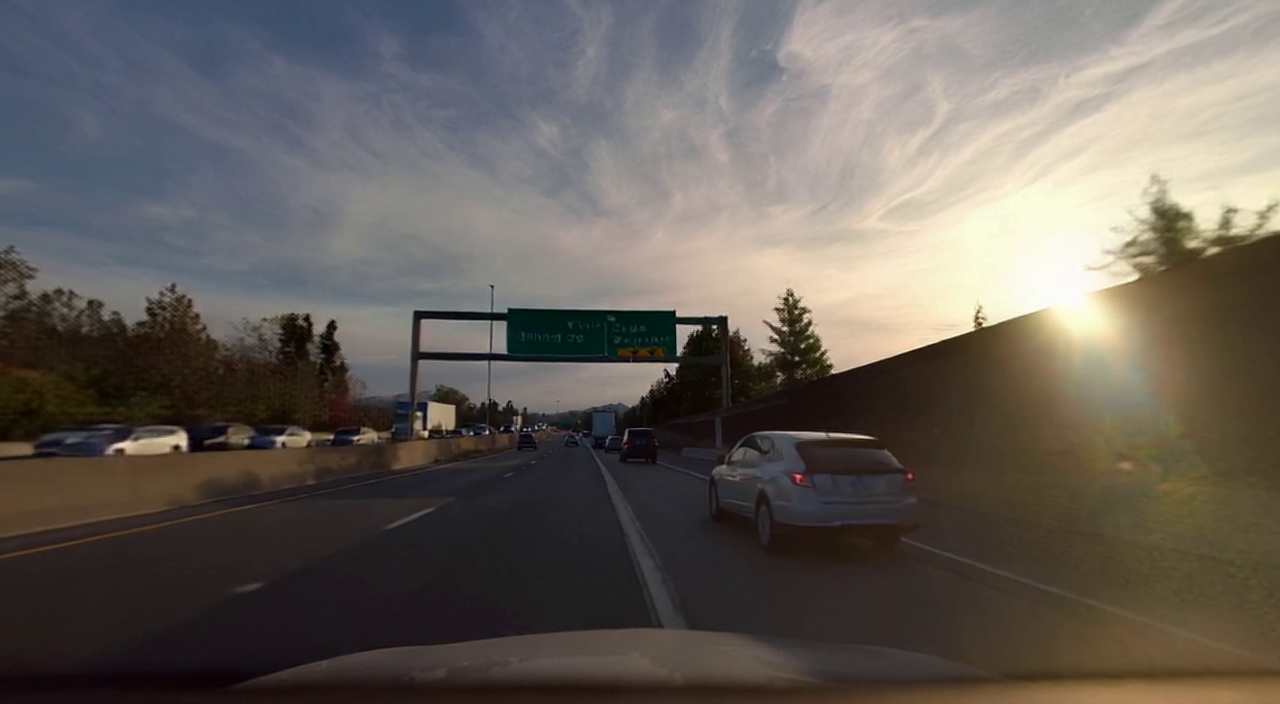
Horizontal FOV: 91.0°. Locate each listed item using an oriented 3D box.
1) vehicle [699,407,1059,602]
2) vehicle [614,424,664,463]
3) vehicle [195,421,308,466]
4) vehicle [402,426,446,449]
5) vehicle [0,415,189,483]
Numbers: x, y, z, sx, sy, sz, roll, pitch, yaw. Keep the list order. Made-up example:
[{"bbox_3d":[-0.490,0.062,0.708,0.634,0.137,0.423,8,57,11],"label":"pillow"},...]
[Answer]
[{"bbox_3d":[2.111,1.508,7.228,2.127,1.497,4.445,1,-8,-4],"label":"vehicle"},{"bbox_3d":[-0.142,4.968,34.245,2.207,1.937,5.610,1,-8,-5],"label":"vehicle"},{"bbox_3d":[-13.183,3.133,21.601,1.853,1.406,3.495,1,-8,-5],"label":"vehicle"},{"bbox_3d":[-15.611,6.220,45.633,1.921,1.507,4.664,0,-8,-5],"label":"vehicle"},{"bbox_3d":[-12.946,2.321,15.220,1.610,1.420,3.445,1,-8,-4],"label":"vehicle"}]
